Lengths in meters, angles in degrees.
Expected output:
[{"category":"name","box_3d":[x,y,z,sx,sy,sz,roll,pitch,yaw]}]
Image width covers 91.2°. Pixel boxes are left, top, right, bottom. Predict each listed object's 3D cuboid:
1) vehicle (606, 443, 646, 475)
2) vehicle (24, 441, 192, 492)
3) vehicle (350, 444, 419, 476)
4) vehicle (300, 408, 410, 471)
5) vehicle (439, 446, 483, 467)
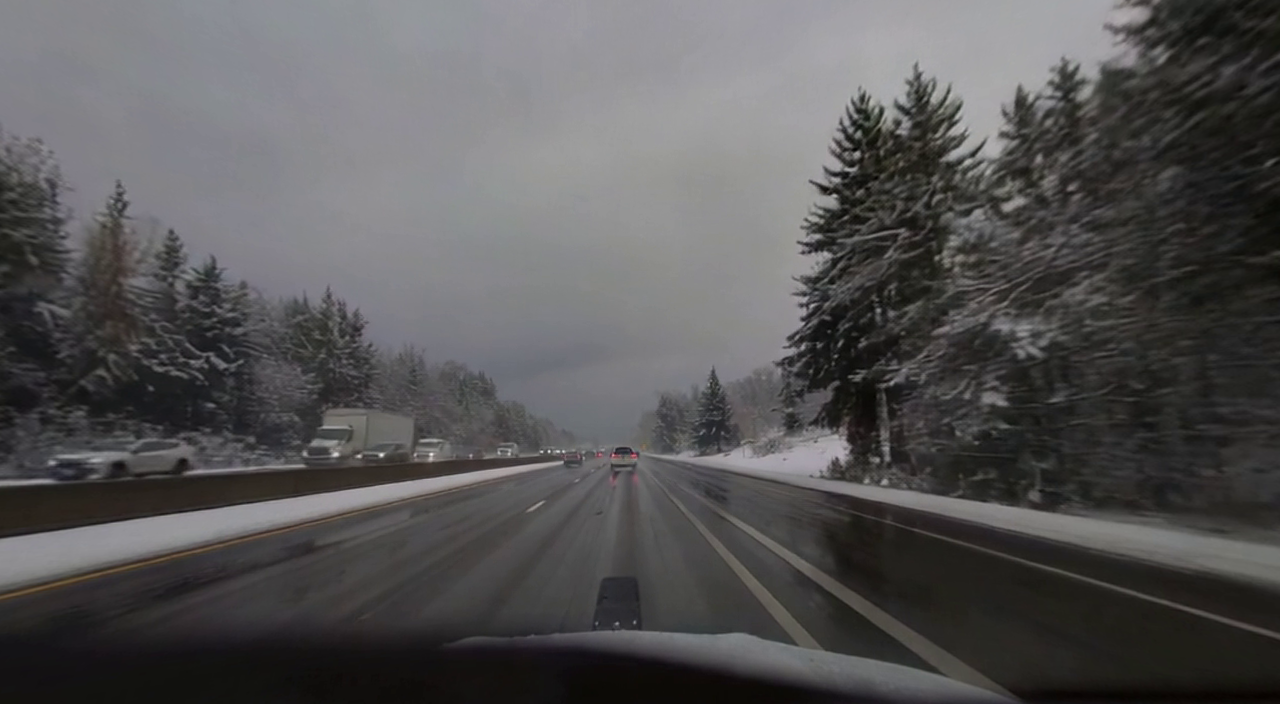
[{"category":"vehicle","box_3d":[-0.781,5.983,35.196,2.115,1.661,4.049,0,-9,-2]},{"category":"vehicle","box_3d":[-17.811,3.833,21.337,1.850,1.509,4.482,0,-9,-1]},{"category":"vehicle","box_3d":[-12.876,5.453,31.883,1.881,1.507,3.991,0,-9,-1]},{"category":"vehicle","box_3d":[-18.670,5.943,42.102,2.988,3.698,10.089,0,-9,-2]},{"category":"vehicle","box_3d":[-13.428,7.869,47.279,1.946,1.512,4.747,0,-9,-1]}]
